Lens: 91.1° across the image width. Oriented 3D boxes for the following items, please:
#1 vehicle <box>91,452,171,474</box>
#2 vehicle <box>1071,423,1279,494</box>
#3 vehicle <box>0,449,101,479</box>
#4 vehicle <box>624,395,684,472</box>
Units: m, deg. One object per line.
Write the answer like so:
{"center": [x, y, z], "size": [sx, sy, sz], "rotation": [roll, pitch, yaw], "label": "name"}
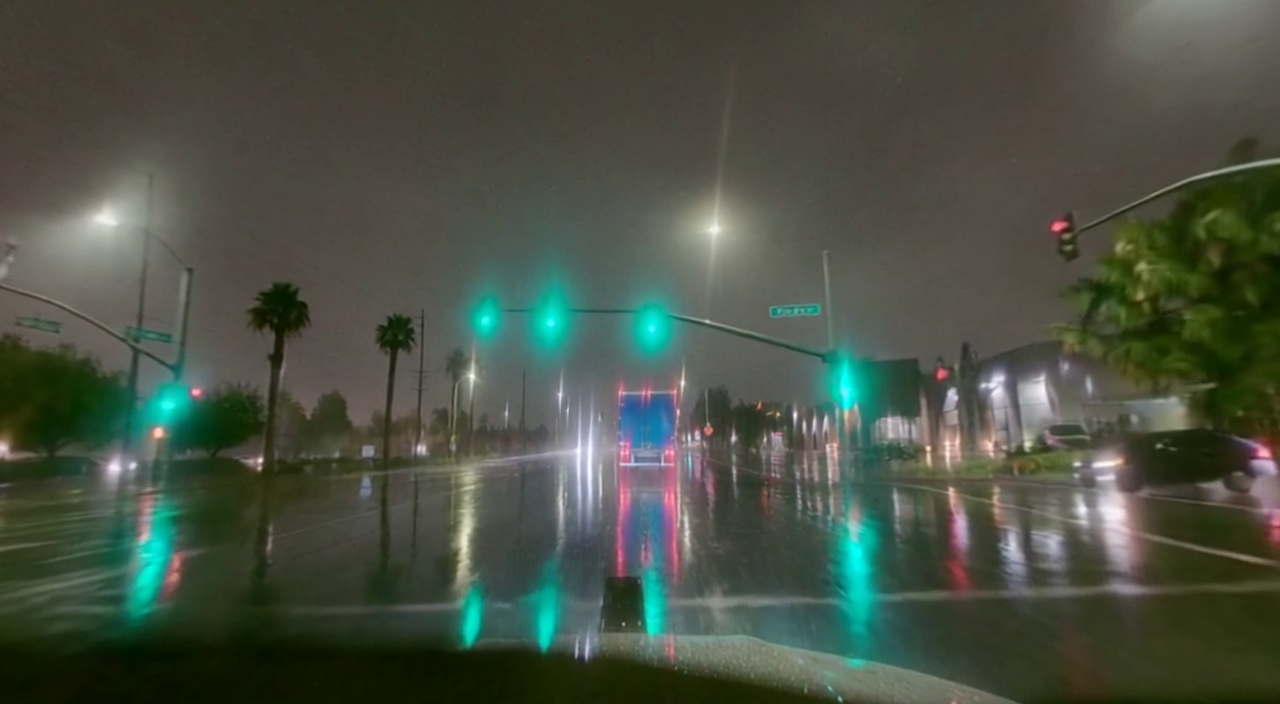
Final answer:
{"center": [-36.312, 7.898, 44.839], "size": [4.069, 1.505, 1.980], "rotation": [0, -9, 3], "label": "vehicle"}
{"center": [13.632, 2.621, 15.608], "size": [4.270, 1.520, 1.931], "rotation": [-2, -9, 2], "label": "vehicle"}
{"center": [-36.855, 6.936, 39.000], "size": [4.812, 1.727, 2.027], "rotation": [0, -9, 1], "label": "vehicle"}
{"center": [0.548, 5.115, 38.475], "size": [2.992, 3.949, 11.815], "rotation": [0, -9, -2], "label": "vehicle"}
